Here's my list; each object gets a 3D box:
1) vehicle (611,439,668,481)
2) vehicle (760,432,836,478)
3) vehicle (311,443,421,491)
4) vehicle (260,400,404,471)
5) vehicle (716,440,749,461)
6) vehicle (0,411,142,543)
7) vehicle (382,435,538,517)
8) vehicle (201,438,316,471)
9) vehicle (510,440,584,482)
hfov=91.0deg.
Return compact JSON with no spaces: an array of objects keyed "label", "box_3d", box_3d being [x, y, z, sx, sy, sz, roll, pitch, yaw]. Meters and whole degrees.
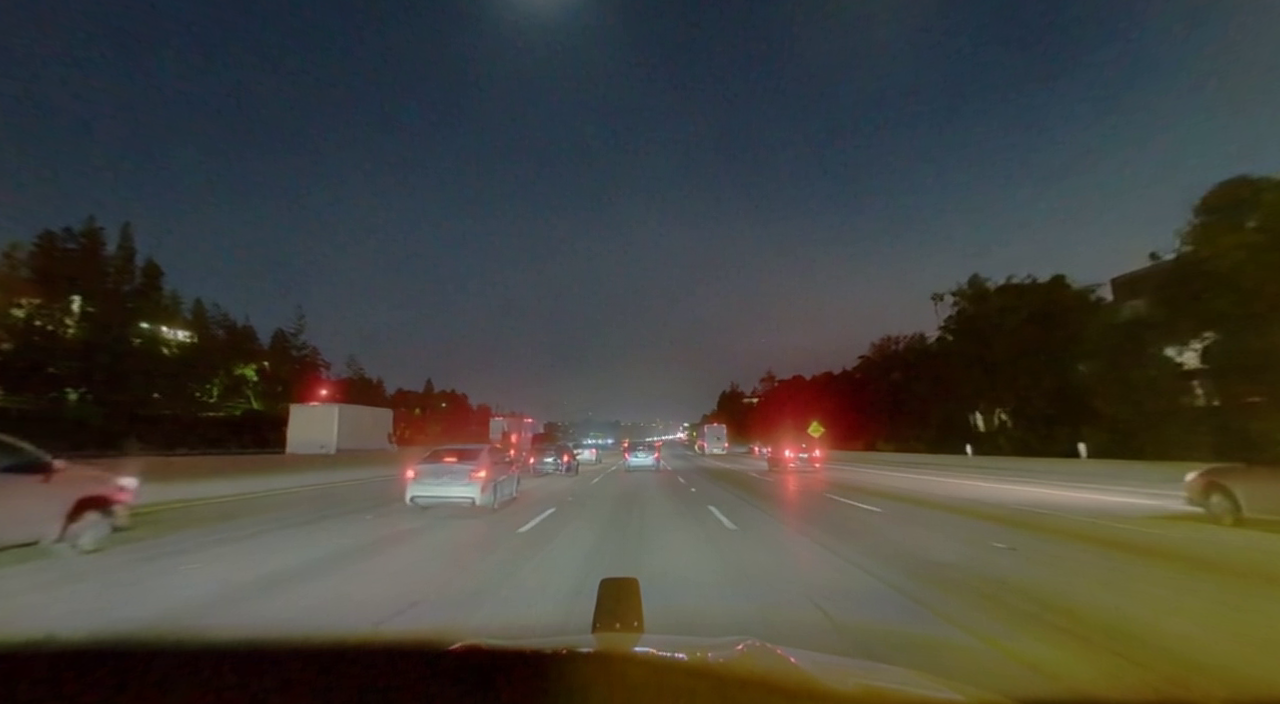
[{"label":"vehicle","box_3d":[-0.027,4.133,24.373,2.053,1.461,3.941,0,-9,0]},{"label":"vehicle","box_3d":[6.467,4.292,26.343,1.992,1.745,4.329,0,-9,-1]},{"label":"vehicle","box_3d":[-9.186,3.862,21.485,1.827,1.472,3.962,0,-9,2]},{"label":"vehicle","box_3d":[-18.678,5.332,39.523,2.989,3.764,11.425,0,-9,1]},{"label":"vehicle","box_3d":[6.859,7.402,47.150,1.895,1.488,4.254,0,-9,1]},{"label":"vehicle","box_3d":[-9.315,1.581,7.913,2.194,1.676,4.743,0,-9,0]},{"label":"vehicle","box_3d":[-3.563,2.550,13.412,2.025,1.449,4.190,0,-9,1]},{"label":"vehicle","box_3d":[-22.516,6.090,37.637,2.451,1.797,6.888,0,-9,1]},{"label":"vehicle","box_3d":[-3.481,4.177,24.467,2.098,1.463,4.578,0,-9,1]}]
